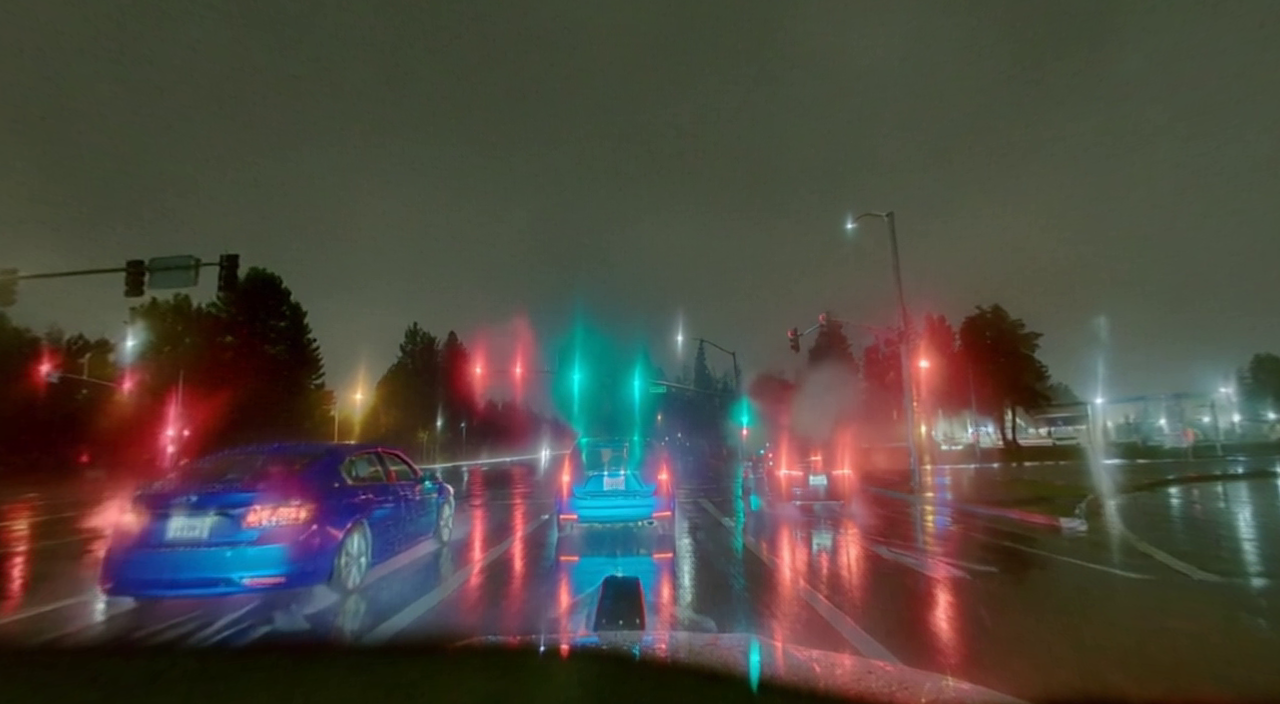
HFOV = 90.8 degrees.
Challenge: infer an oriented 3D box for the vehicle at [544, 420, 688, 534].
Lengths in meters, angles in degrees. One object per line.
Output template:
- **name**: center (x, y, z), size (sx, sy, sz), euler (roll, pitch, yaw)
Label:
- **vehicle**: center (-0.352, 2.059, 10.928), size (2.038, 1.599, 3.844), euler (0, -8, 0)

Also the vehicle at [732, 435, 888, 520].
- **vehicle**: center (3.271, 2.501, 13.202), size (1.970, 1.449, 4.433), euler (0, -8, -1)

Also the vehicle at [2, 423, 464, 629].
- **vehicle**: center (-3.581, 1.593, 6.875), size (2.052, 1.472, 4.479), euler (0, -8, 0)
